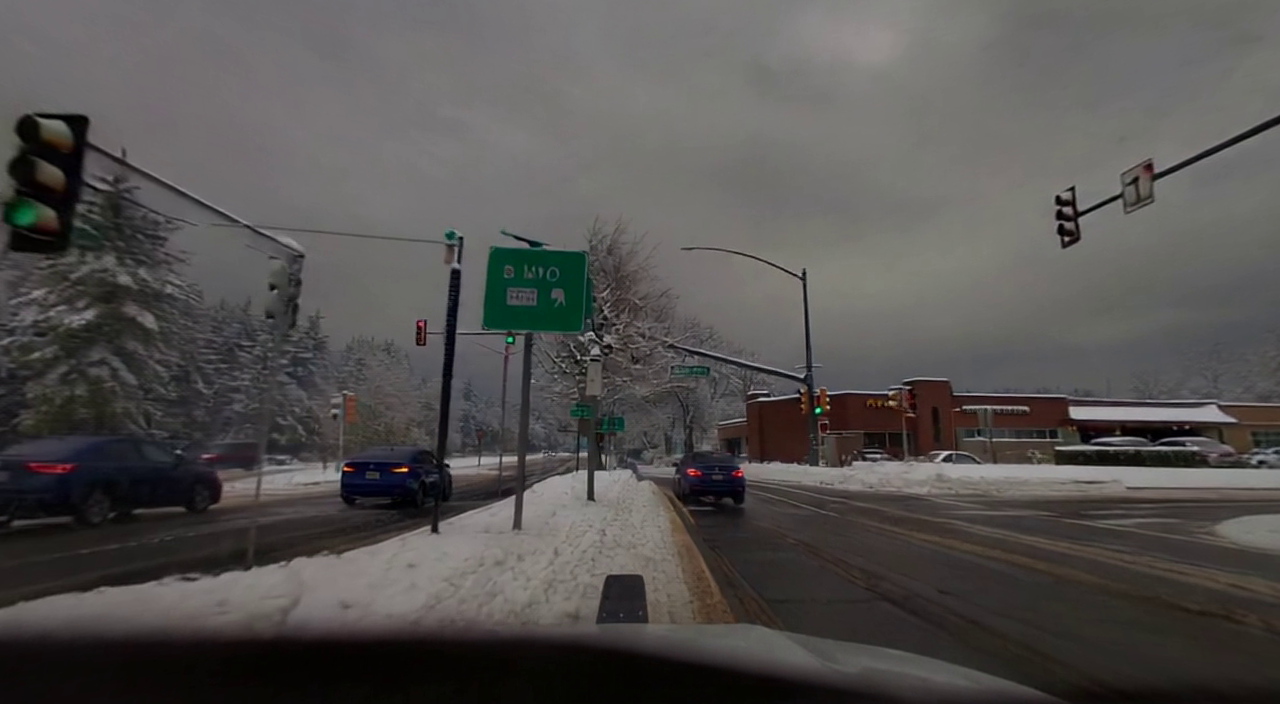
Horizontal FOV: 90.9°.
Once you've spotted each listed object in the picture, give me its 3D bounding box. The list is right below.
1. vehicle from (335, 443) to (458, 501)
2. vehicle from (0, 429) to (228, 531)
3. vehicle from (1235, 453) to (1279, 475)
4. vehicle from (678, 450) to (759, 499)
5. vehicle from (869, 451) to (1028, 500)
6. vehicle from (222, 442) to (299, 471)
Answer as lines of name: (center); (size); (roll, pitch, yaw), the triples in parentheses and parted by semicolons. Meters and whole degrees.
vehicle: (-7.020, 3.475, 18.745); (1.995, 1.470, 4.556); (0, -8, -2)
vehicle: (-10.185, 2.253, 11.748); (1.979, 1.494, 4.693); (0, -8, -2)
vehicle: (43.795, 7.687, 43.425); (1.723, 1.431, 3.880); (0, -8, -1)
vehicle: (2.586, 4.171, 21.942); (1.940, 1.487, 4.562); (0, -8, -4)
vehicle: (10.576, 4.199, 21.710); (4.703, 1.492, 1.930); (2, -9, -14)
vehicle: (-23.364, 6.425, 39.044); (2.018, 1.687, 4.453); (0, -8, -1)
